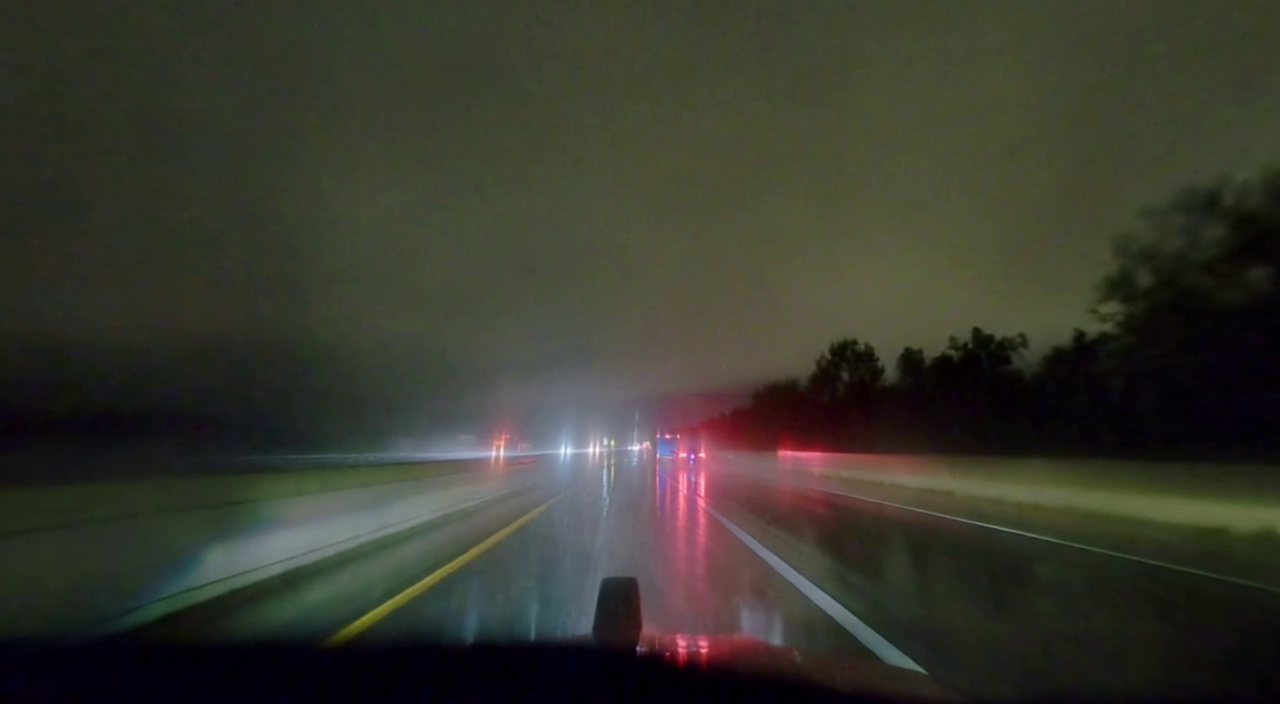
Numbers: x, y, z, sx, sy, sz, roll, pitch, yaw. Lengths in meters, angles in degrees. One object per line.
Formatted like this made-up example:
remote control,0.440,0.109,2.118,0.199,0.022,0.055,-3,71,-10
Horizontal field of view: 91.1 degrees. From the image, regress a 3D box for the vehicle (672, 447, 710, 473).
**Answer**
vehicle,3.029,6.451,37.752,1.836,1.459,3.766,0,-9,-2
